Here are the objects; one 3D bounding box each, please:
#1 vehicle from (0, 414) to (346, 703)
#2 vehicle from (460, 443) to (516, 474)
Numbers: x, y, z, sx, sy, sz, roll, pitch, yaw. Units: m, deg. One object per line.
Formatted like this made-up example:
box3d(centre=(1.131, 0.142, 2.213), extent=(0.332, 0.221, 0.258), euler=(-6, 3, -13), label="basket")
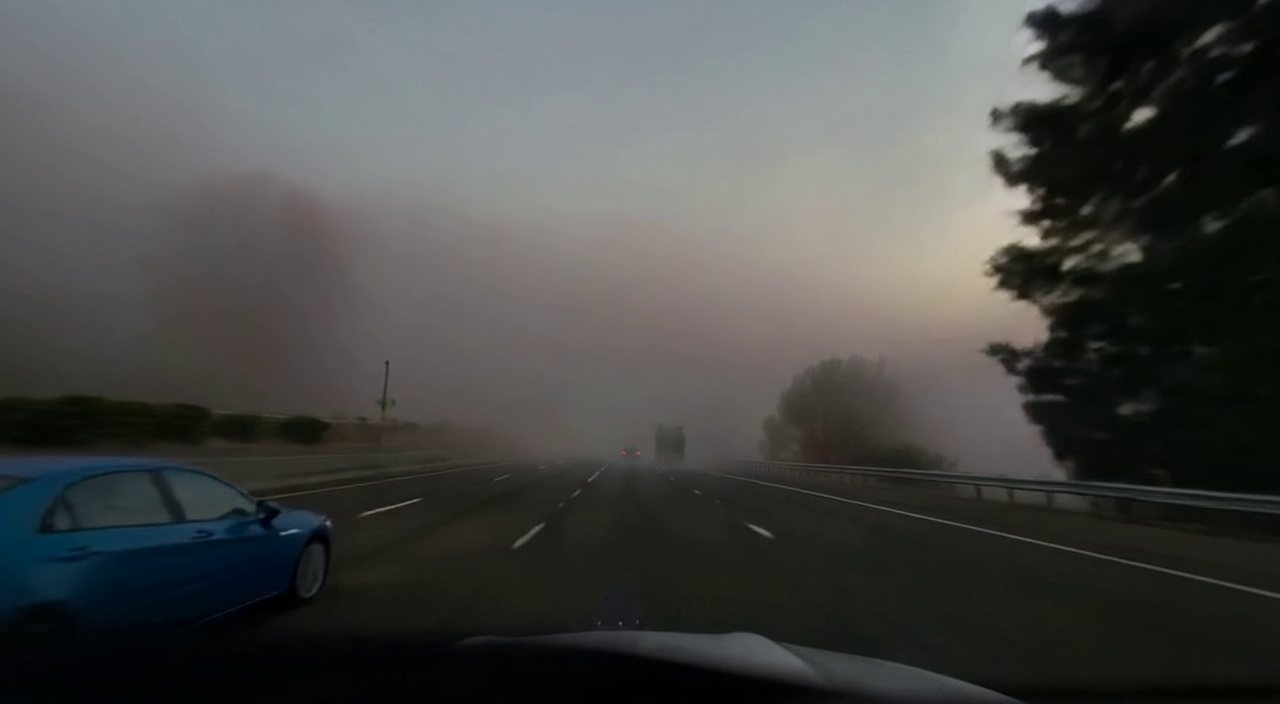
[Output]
box3d(centre=(-4.096, 1.238, 4.283), extent=(2.090, 1.487, 4.276), euler=(0, -8, 1), label="vehicle")
box3d(centre=(-7.580, 5.331, 31.857), extent=(1.915, 1.479, 3.843), euler=(0, -8, 0), label="vehicle")
